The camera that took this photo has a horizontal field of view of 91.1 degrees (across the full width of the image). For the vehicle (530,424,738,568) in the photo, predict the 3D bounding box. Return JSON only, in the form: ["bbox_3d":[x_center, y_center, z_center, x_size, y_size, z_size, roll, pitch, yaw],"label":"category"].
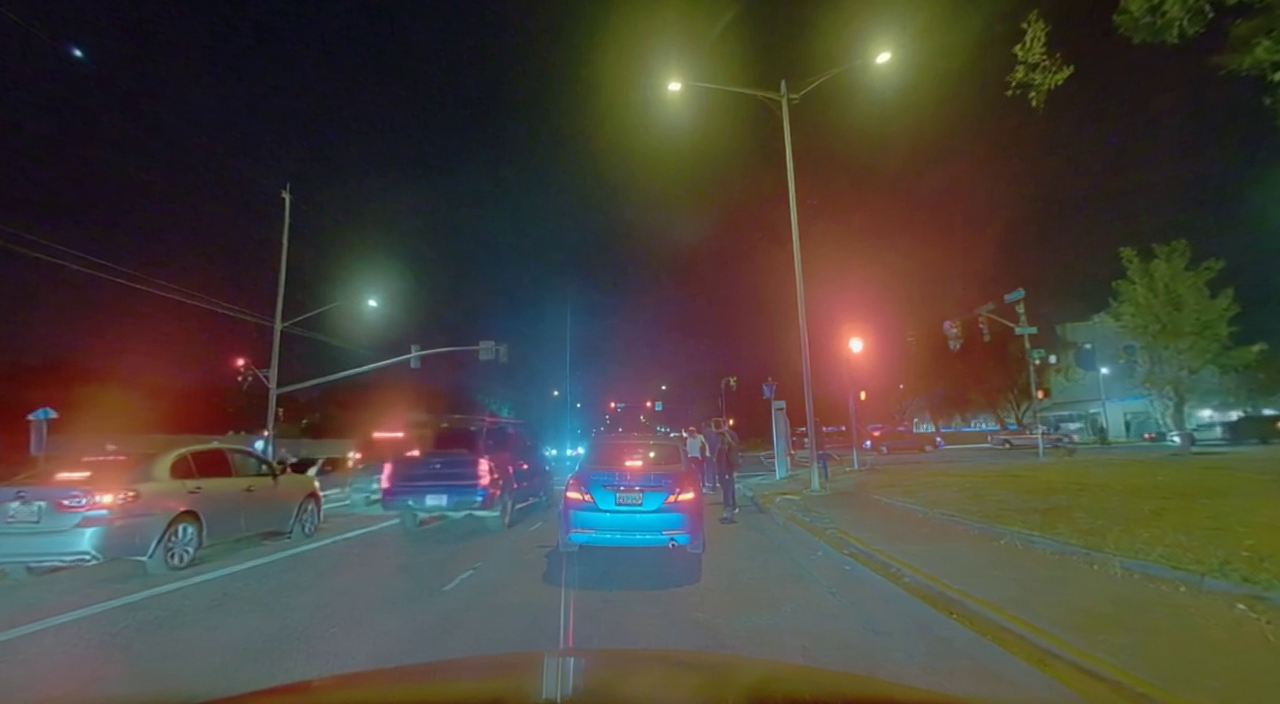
[{"bbox_3d":[-0.043,1.829,8.752,2.182,1.501,4.150,0,-9,1],"label":"vehicle"}]

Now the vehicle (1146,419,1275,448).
[{"bbox_3d":[30.566,4.431,33.862,4.739,1.472,1.804,-5,-10,29],"label":"vehicle"}]

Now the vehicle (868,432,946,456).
[{"bbox_3d":[17.504,6.064,41.255,4.441,1.452,1.798,-5,-10,30],"label":"vehicle"}]

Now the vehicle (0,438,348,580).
[{"bbox_3d":[-6.321,2.054,9.108,1.948,1.530,4.283,0,-9,3],"label":"vehicle"}]

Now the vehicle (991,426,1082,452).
[{"bbox_3d":[23.802,5.265,37.836,4.454,1.440,1.816,-5,-10,30],"label":"vehicle"}]

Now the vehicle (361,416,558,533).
[{"bbox_3d":[-3.190,2.308,12.482,2.223,1.826,4.990,0,-9,3],"label":"vehicle"}]

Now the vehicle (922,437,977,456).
[{"bbox_3d":[24.583,7.545,49.915,3.662,1.442,1.787,-6,-10,33],"label":"vehicle"}]
